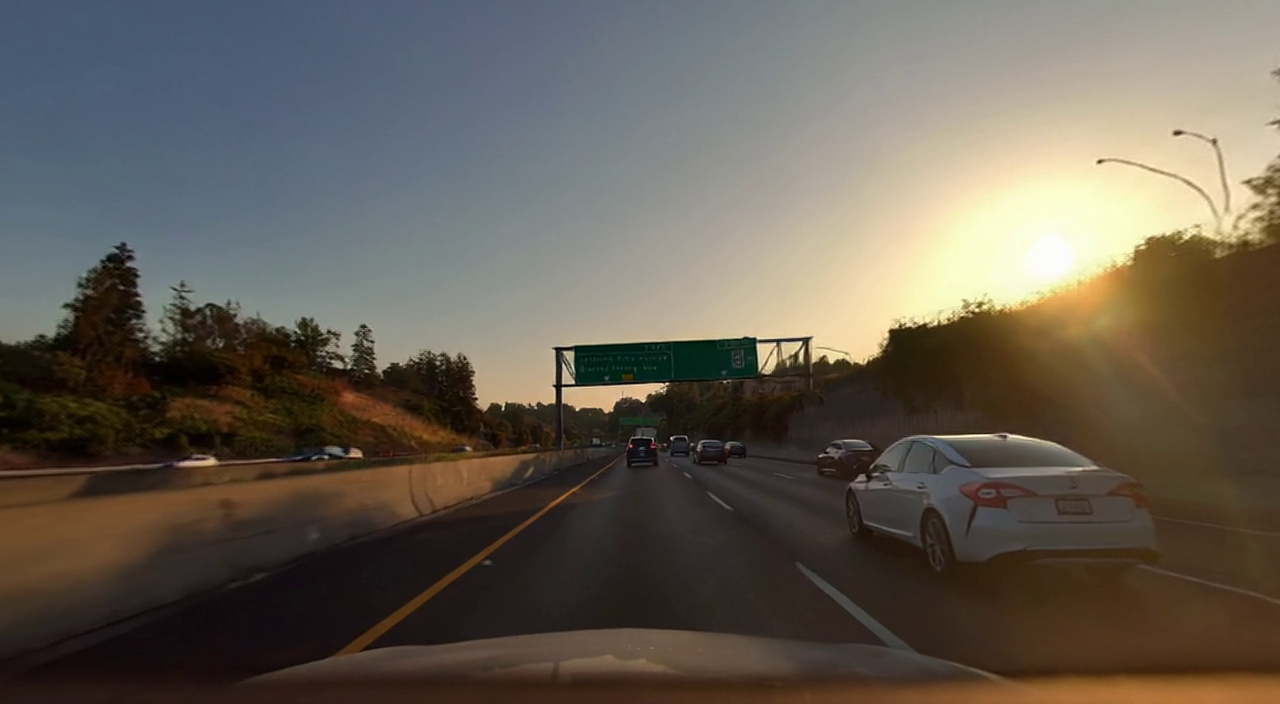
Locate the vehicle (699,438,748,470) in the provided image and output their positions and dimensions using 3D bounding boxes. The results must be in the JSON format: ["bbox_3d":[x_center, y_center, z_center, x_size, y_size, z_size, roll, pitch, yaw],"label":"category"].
[{"bbox_3d":[4.175,5.153,32.085,1.825,1.487,4.034,0,-8,-1],"label":"vehicle"}]

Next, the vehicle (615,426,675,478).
[{"bbox_3d":[0.176,3.973,25.250,2.189,1.852,4.038,0,-8,0],"label":"vehicle"}]

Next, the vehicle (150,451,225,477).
[{"bbox_3d":[-31.377,7.760,43.927,1.793,1.581,4.692,0,-8,0],"label":"vehicle"}]

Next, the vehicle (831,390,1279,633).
[{"bbox_3d":[3.712,1.418,6.642,2.003,1.661,4.418,0,-8,0],"label":"vehicle"}]
